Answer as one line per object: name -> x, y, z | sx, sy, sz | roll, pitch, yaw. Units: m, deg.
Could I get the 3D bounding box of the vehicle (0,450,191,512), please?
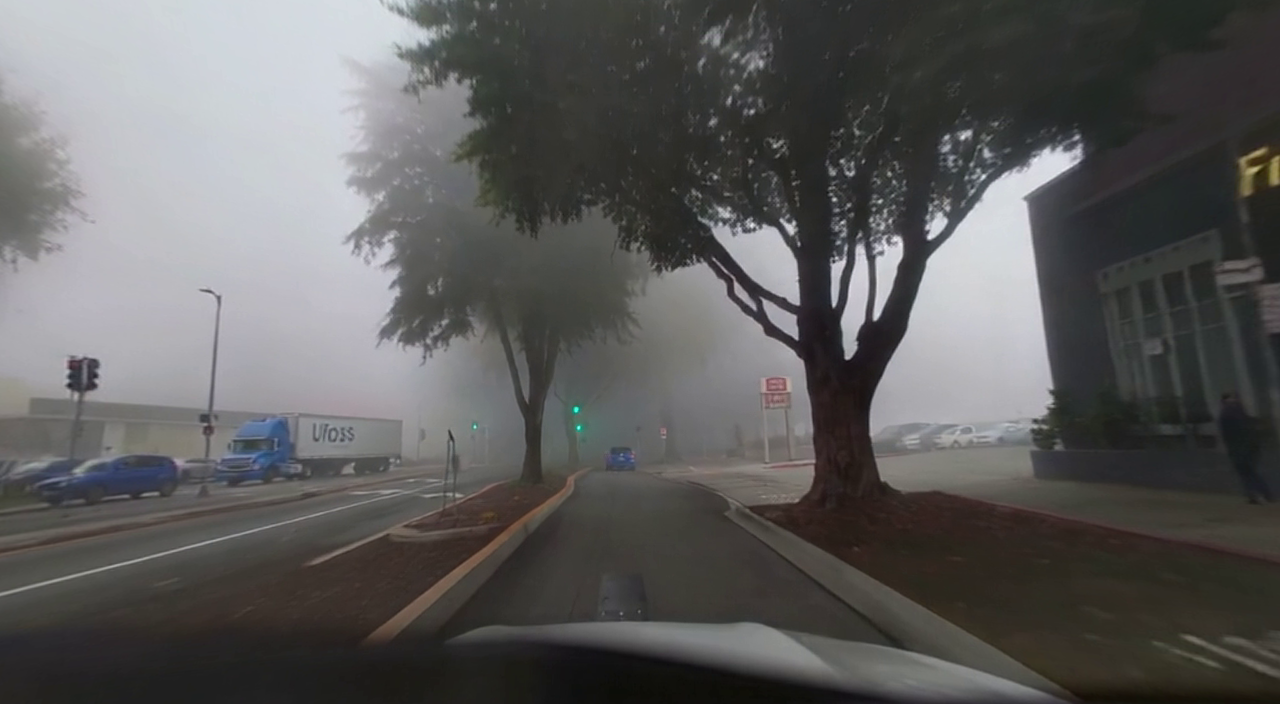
vehicle -> -17.807, 4.097, 20.657 | 2.101, 1.721, 4.587 | -3, -9, 18

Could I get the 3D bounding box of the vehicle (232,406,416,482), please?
vehicle -> -19.182, 5.817, 39.904 | 2.792, 4.025, 11.784 | -3, -9, 17

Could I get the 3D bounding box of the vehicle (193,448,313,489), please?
vehicle -> -18.419, 5.521, 30.395 | 1.988, 1.762, 4.653 | -3, -9, 17

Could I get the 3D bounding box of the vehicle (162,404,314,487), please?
vehicle -> -21.182, 5.003, 33.782 | 3.045, 3.961, 6.104 | -3, -9, 16

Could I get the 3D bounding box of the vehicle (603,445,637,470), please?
vehicle -> -1.183, 6.563, 39.553 | 2.006, 1.470, 3.799 | 0, -9, 0
